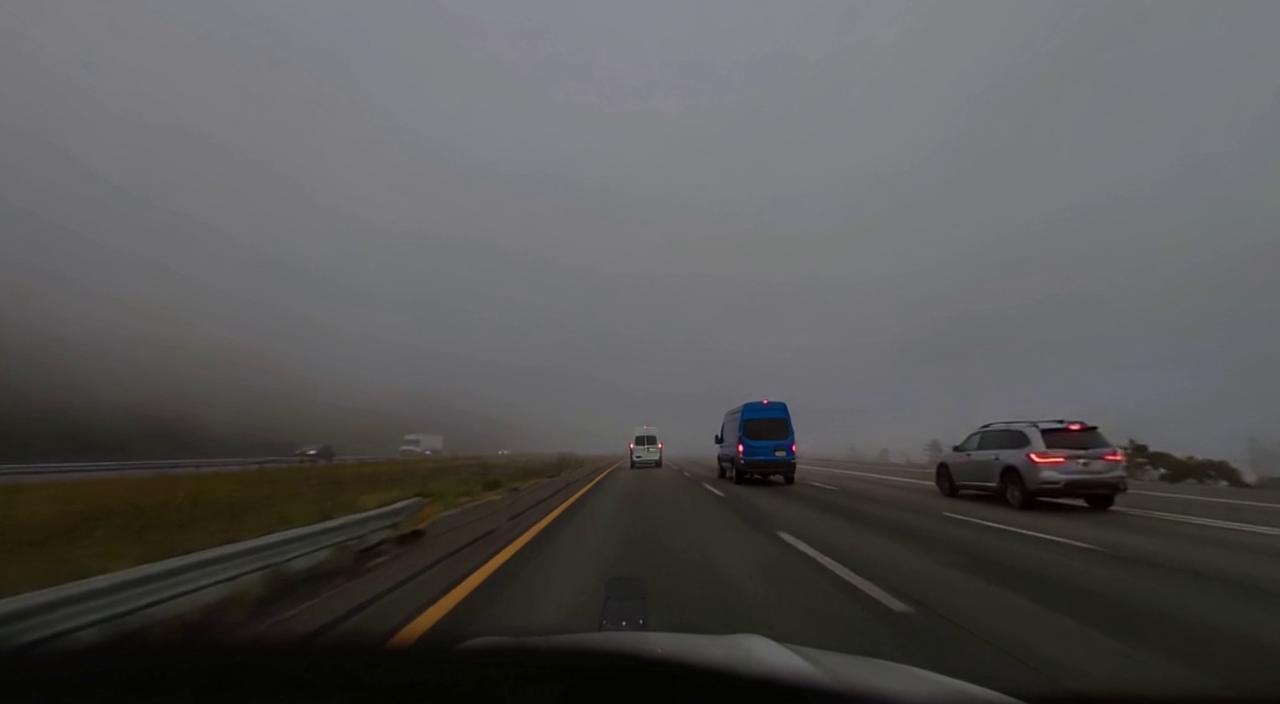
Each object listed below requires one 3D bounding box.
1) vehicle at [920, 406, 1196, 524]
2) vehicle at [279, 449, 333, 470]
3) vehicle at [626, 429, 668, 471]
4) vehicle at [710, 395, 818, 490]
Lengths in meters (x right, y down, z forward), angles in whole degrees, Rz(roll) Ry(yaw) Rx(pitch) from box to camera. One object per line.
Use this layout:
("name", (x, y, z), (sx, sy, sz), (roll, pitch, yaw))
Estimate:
("vehicle", (7.951, 2.205, 12.829), (2.240, 1.925, 4.854), (0, -8, 0))
("vehicle", (-26.274, 8.418, 49.752), (1.802, 1.546, 4.238), (0, -8, 1))
("vehicle", (0.389, 5.379, 34.699), (2.131, 2.122, 4.473), (0, -8, 1))
("vehicle", (3.862, 3.011, 21.037), (2.302, 2.670, 6.176), (0, -8, 0))
